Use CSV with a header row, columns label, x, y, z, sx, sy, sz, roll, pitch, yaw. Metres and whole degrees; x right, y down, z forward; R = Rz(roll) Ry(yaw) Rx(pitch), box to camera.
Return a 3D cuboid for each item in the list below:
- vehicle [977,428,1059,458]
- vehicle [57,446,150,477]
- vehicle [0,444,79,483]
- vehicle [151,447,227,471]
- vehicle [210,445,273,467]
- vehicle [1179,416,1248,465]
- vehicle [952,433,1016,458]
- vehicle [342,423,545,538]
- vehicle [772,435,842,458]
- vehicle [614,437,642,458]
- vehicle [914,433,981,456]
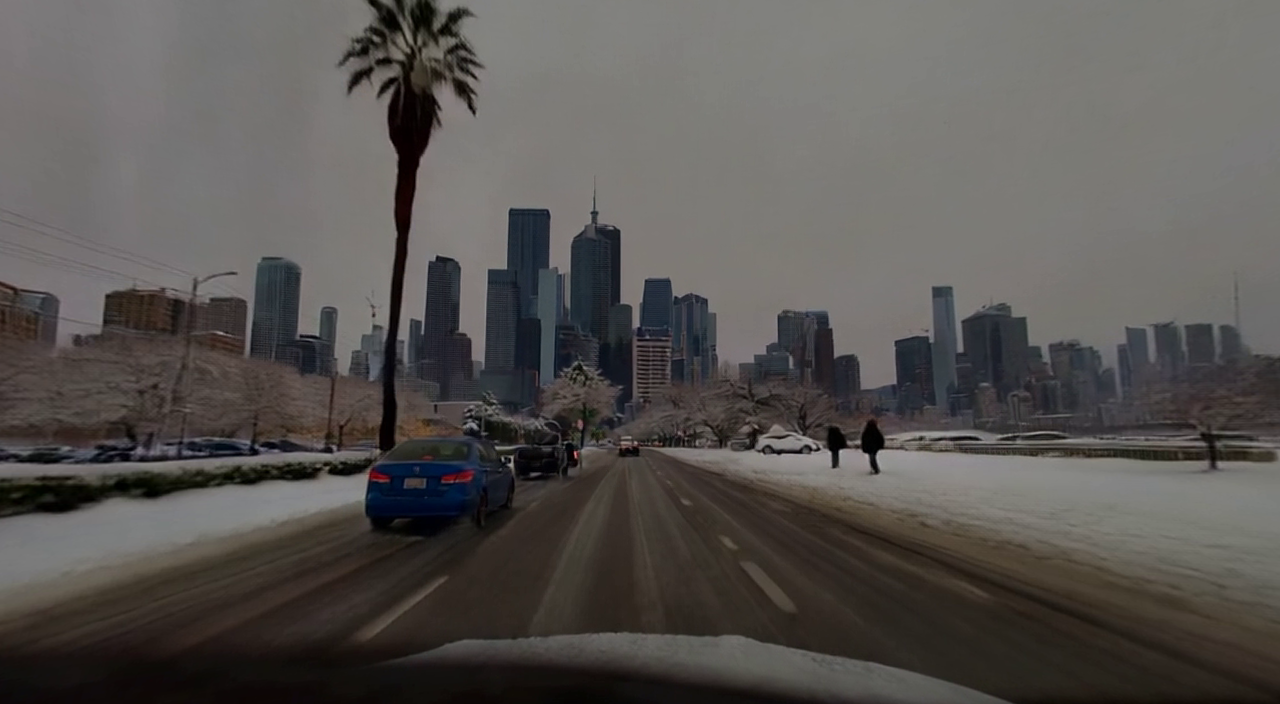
label,x,y,z,sx,sy,sz,roll,pitch,yaw
vehicle,24.967,6.068,42.043,2.147,1.886,5.603,0,-8,2
vehicle,-31.117,6.336,36.831,1.835,1.664,3.972,-2,-9,2
vehicle,-30.792,5.415,30.895,1.947,1.763,5.176,0,-8,-1
vehicle,-31.005,7.370,43.667,1.859,1.524,4.812,0,-8,-2
vehicle,-31.178,8.136,49.593,1.888,1.625,4.699,0,-8,0
vehicle,24.346,3.770,26.943,1.679,1.923,3.703,-6,-10,36
vehicle,22.667,6.177,41.795,1.938,1.522,4.121,0,-8,2
vehicle,-3.009,2.081,10.833,2.071,1.544,4.383,0,-8,0
vehicle,12.717,7.239,48.368,4.749,1.522,1.905,-1,-9,-3
vehicle,-0.902,7.131,47.198,2.004,1.465,3.713,0,-8,0
vehicle,20.292,6.145,41.917,1.976,1.431,4.774,-1,-8,-1
